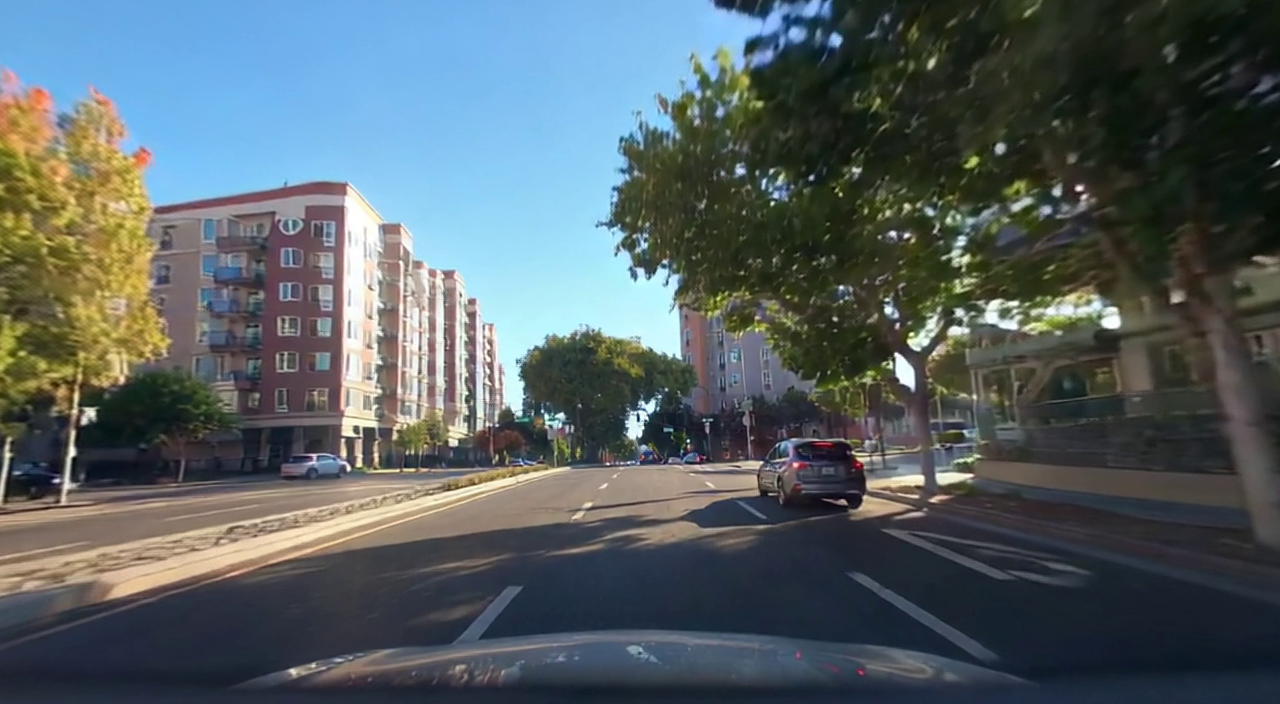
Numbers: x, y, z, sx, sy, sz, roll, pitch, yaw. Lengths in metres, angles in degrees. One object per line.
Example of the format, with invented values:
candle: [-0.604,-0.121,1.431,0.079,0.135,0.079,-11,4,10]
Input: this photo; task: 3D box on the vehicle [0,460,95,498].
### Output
vehicle: [-25.813,5.235,26.090,4.644,1.452,1.944,0,-8,0]

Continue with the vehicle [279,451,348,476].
vehicle: [-21.193,7.245,41.170,1.864,1.468,4.770,0,-8,2]

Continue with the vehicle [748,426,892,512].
vehicle: [3.712,2.481,13.811,1.949,1.583,3.996,0,-8,0]
